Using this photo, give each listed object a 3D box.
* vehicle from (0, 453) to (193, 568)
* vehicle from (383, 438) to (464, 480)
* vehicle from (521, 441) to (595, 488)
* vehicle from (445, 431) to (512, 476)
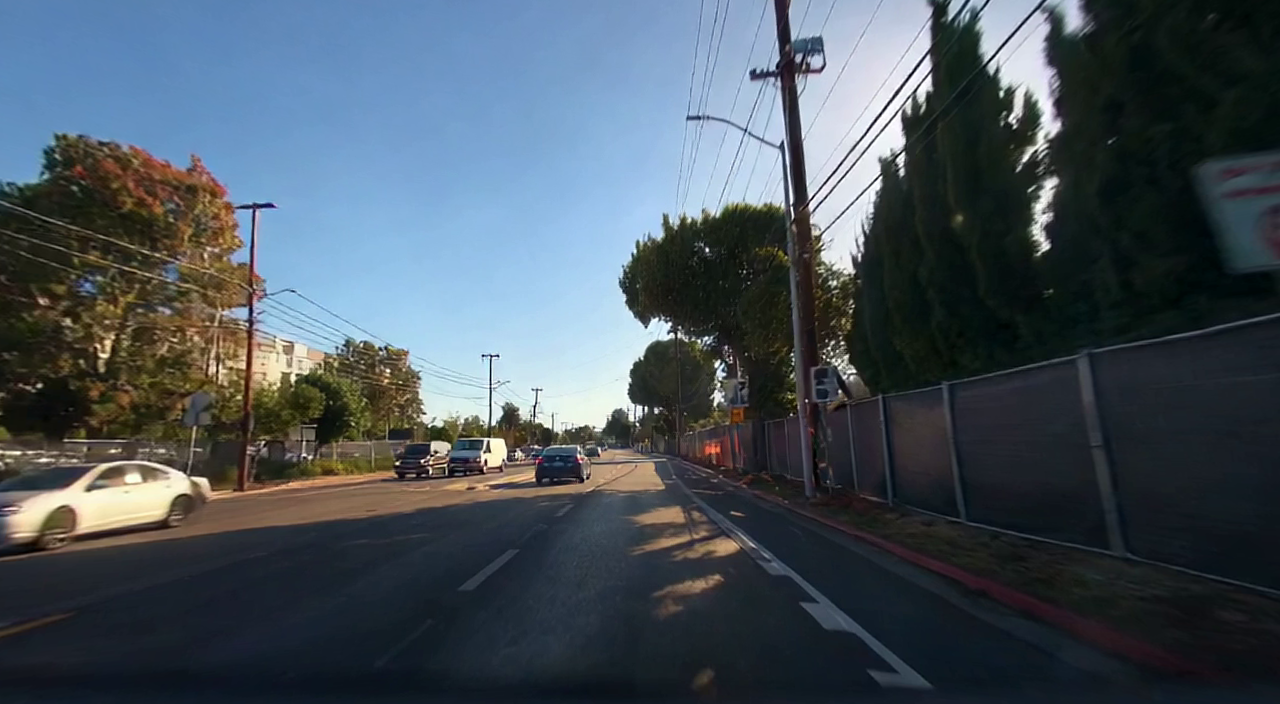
[{"bbox_3d":[-9.844,2.384,9.853,2.032,1.527,4.833,0,-9,1],"label":"vehicle"},{"bbox_3d":[-13.046,6.486,38.518,2.584,2.302,6.400,0,-9,1],"label":"vehicle"},{"bbox_3d":[-2.845,4.019,22.791,1.992,1.515,4.289,0,-9,2],"label":"vehicle"},{"bbox_3d":[-9.527,6.061,37.774,2.377,2.439,5.510,0,-9,2],"label":"vehicle"}]
